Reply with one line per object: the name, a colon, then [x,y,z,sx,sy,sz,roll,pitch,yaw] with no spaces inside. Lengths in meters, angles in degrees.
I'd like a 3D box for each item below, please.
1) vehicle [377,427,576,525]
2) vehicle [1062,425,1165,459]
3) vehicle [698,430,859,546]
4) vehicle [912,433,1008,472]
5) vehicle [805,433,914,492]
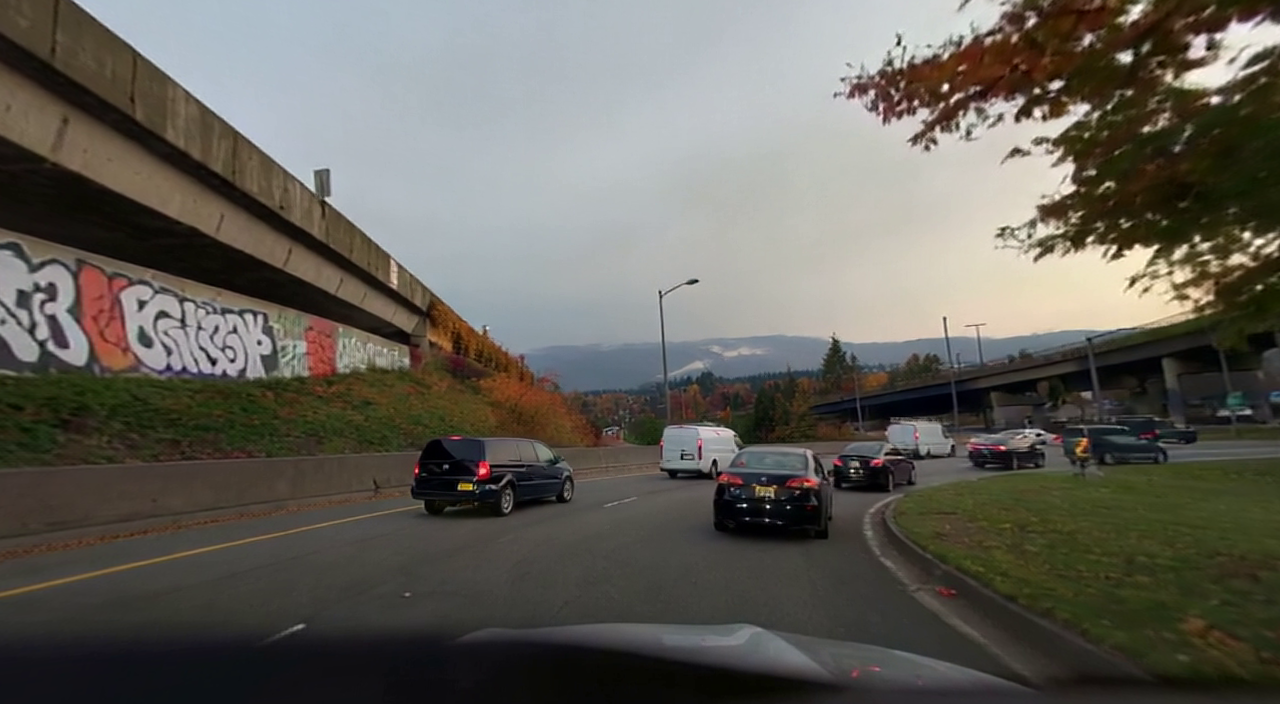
vehicle: [-2.933,2.337,12.329,1.921,1.554,4.081,-3,-9,16]
vehicle: [21.602,4.132,28.598,3.934,1.485,1.763,4,-10,-20]
vehicle: [2.481,2.140,10.474,2.064,1.515,3.722,-4,-10,20]
vehicle: [12.950,4.054,25.299,3.902,1.446,1.780,6,-11,-36]
vehicle: [6.603,3.219,18.564,1.830,1.519,4.253,-7,-11,35]
